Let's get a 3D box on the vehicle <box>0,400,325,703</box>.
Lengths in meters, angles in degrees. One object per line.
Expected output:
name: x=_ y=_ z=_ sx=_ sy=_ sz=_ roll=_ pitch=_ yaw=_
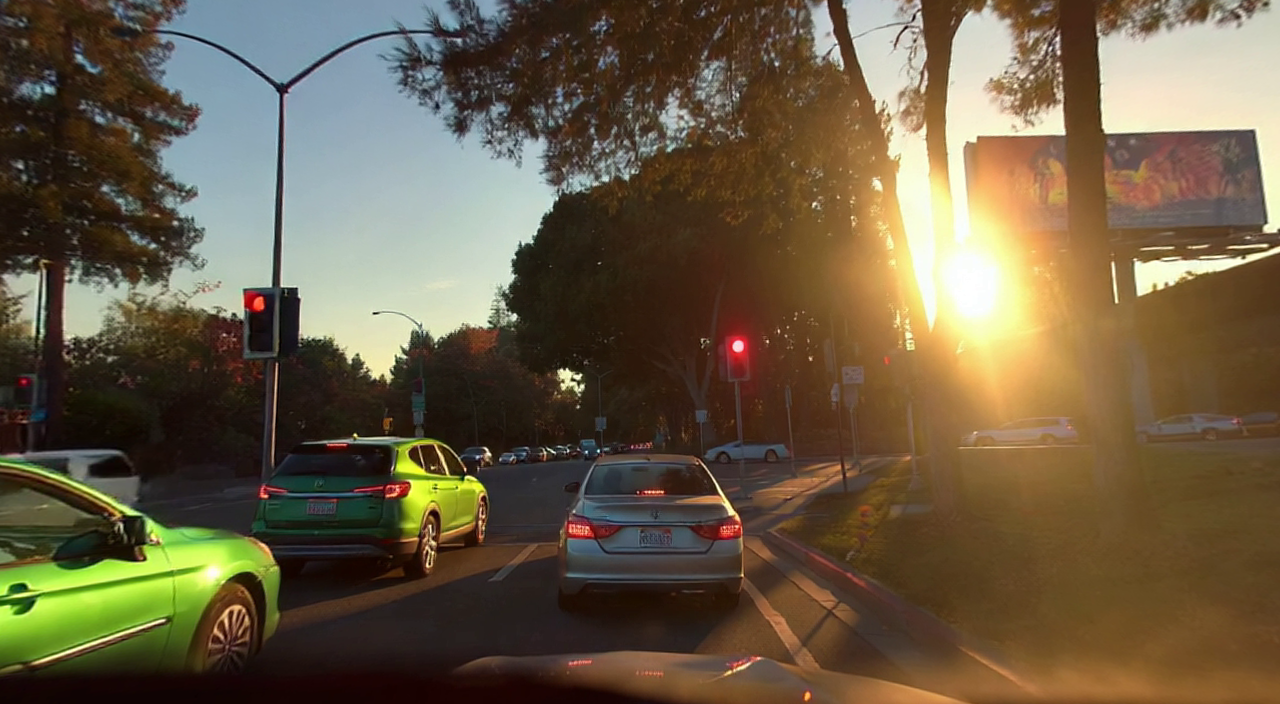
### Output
vehicle: x=-3.144 y=0.975 z=2.422 sx=1.808 sy=1.520 sz=3.846 roll=-1 pitch=-9 yaw=1

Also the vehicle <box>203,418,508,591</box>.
vehicle: x=-3.161 y=1.783 z=8.136 sx=1.950 sy=1.628 sz=4.082 roll=-1 pitch=-9 yaw=1

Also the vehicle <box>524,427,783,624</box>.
vehicle: x=0.035 y=1.595 z=6.624 sx=1.977 sy=1.467 sz=3.474 roll=0 pitch=-9 yaw=-2
